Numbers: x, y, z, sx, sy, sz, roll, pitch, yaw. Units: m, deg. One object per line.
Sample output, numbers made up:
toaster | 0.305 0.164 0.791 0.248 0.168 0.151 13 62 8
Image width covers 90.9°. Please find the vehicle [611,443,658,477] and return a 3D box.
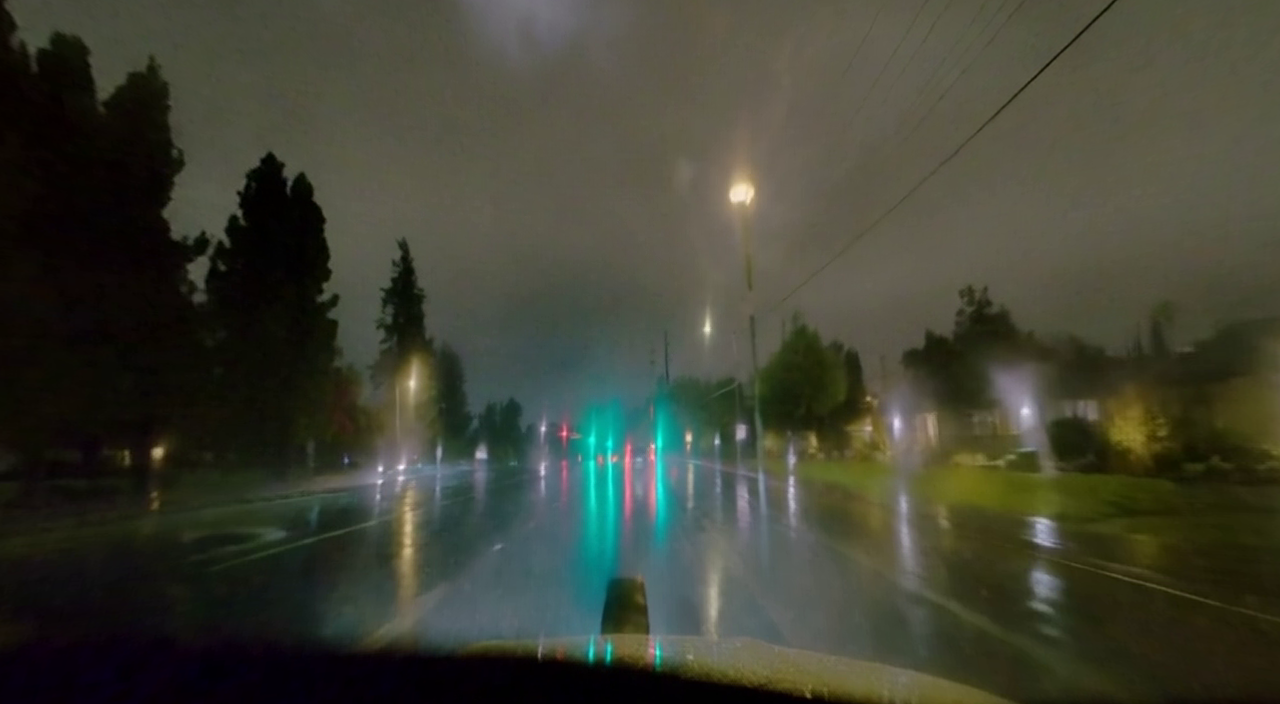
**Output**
vehicle | -0.224 4.947 29.082 2.009 1.456 4.003 0 -8 1

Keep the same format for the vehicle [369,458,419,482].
vehicle | -17.220 8.255 44.327 1.824 1.471 4.117 0 -8 0
